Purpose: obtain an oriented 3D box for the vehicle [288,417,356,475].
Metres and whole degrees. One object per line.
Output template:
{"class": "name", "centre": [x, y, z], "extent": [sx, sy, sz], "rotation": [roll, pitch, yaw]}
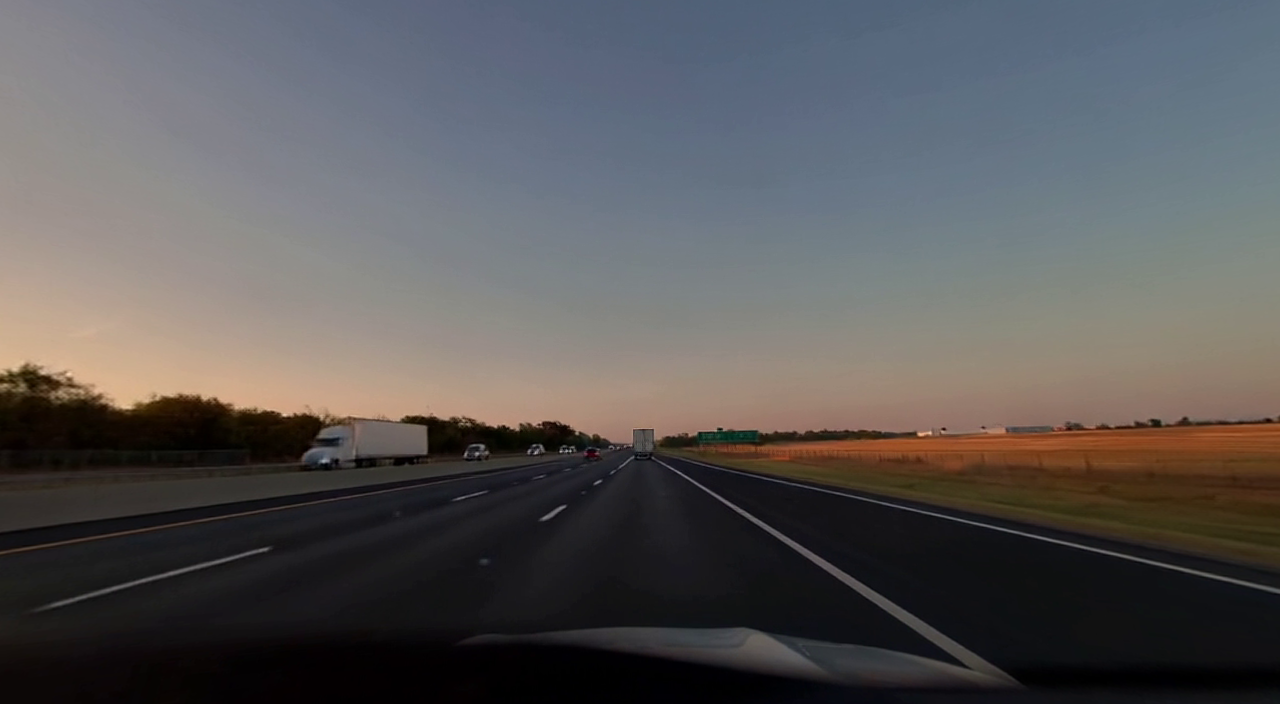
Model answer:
{"class": "vehicle", "centre": [-22.701, 6.759, 45.210], "extent": [3.257, 3.998, 2.595], "rotation": [0, -9, 0]}
